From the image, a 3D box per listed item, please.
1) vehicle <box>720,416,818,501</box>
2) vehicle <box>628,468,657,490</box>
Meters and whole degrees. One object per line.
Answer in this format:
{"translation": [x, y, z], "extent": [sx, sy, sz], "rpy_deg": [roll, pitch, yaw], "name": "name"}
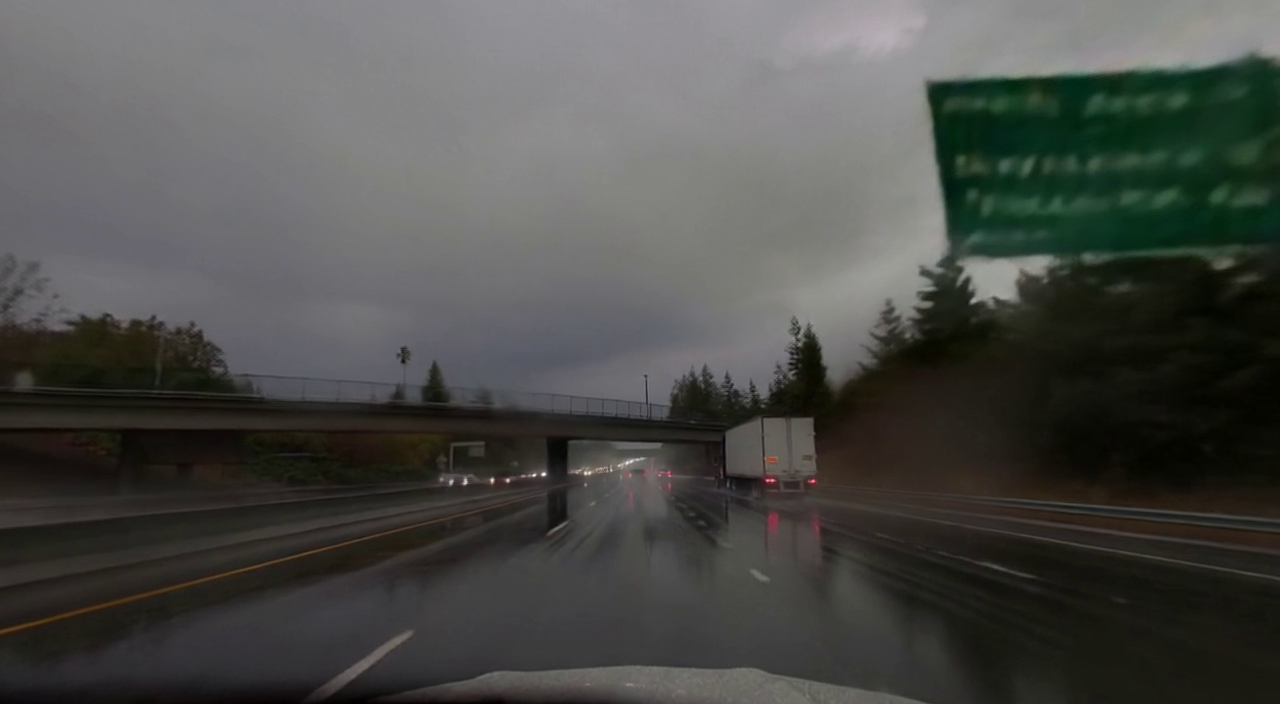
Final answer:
{"translation": [7.103, 6.409, 37.444], "extent": [2.926, 4.073, 13.836], "rpy_deg": [1, -10, 0], "name": "vehicle"}
{"translation": [0.141, 9.284, 46.211], "extent": [2.029, 1.459, 3.684], "rpy_deg": [1, -11, -1], "name": "vehicle"}
